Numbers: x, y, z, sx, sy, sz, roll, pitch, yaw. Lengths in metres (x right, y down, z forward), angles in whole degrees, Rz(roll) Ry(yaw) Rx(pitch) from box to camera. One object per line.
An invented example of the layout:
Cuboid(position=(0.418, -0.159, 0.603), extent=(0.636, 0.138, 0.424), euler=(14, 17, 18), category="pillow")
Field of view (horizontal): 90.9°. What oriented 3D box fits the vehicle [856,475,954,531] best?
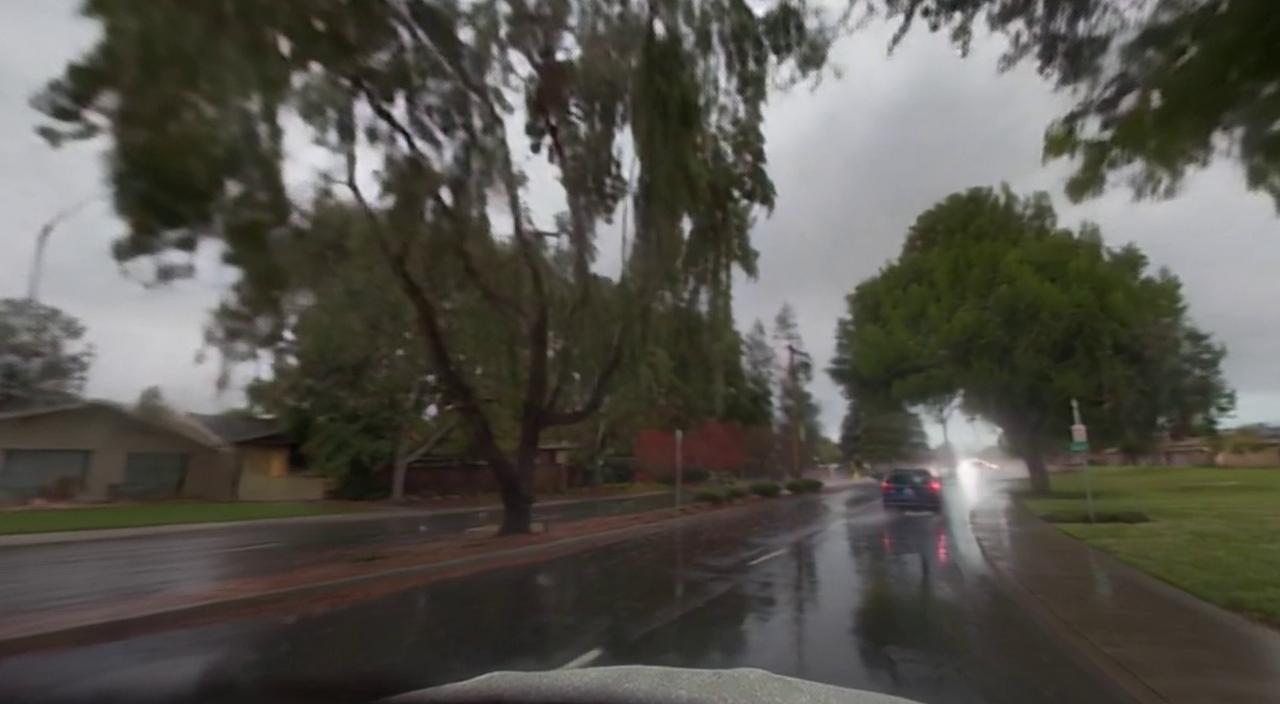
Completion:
Cuboid(position=(7.485, 4.069, 17.469), extent=(1.972, 1.250, 5.282), euler=(-5, -12, 27), category="vehicle")
